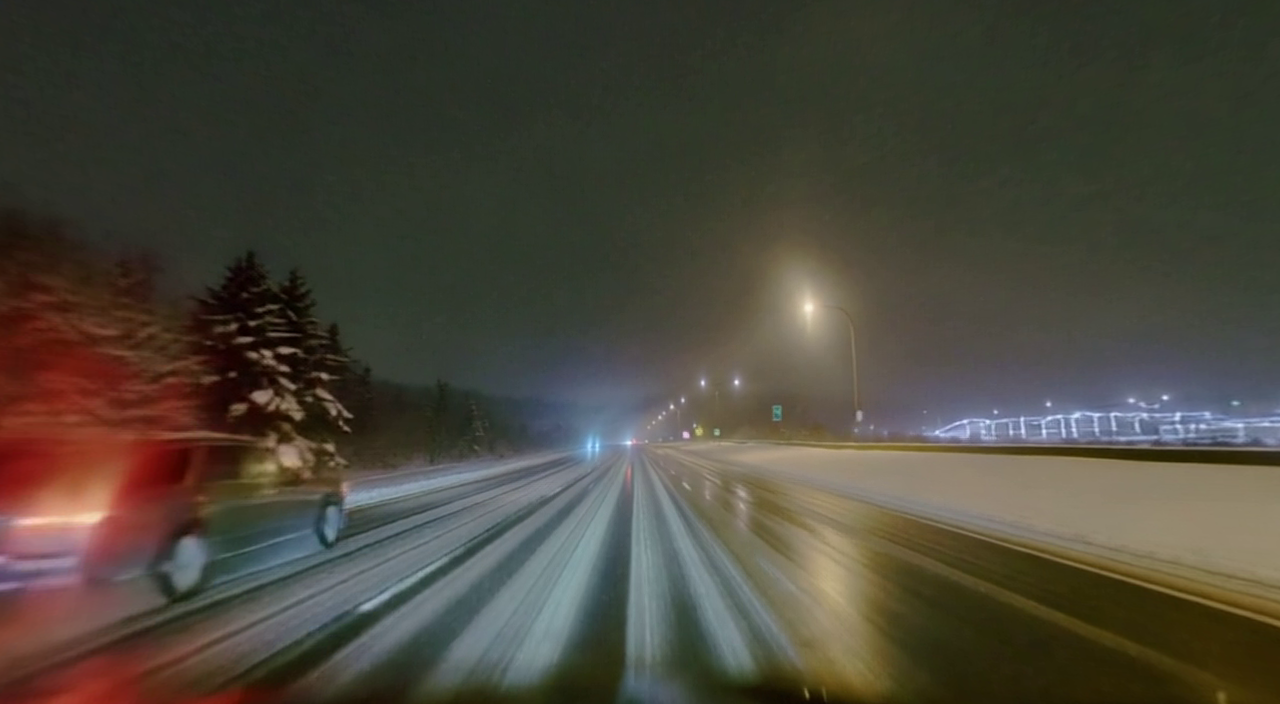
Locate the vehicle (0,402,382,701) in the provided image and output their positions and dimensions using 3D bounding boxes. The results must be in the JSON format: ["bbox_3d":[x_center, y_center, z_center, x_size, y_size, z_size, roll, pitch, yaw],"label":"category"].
[{"bbox_3d":[-4.089,1.290,5.225,1.934,1.451,4.544,0,-8,1],"label":"vehicle"}]
